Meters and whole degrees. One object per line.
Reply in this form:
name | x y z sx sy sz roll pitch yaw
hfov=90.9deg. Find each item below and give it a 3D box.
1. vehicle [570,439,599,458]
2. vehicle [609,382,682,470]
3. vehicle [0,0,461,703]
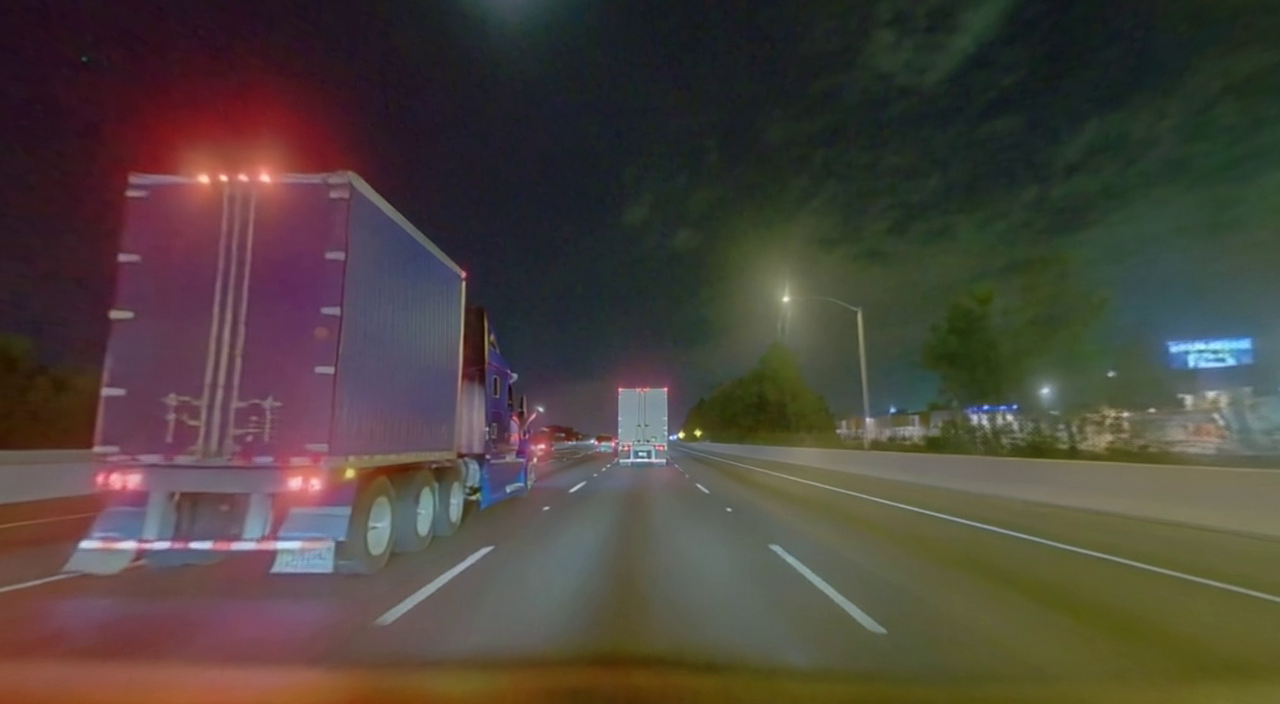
vehicle | -4.316 7.617 49.815 1.933 1.459 4.478 0 -9 0
vehicle | 0.229 3.750 30.657 2.941 3.604 9.851 0 -9 0
vehicle | -3.932 -0.485 0.773 2.875 4.083 15.756 0 -9 0
